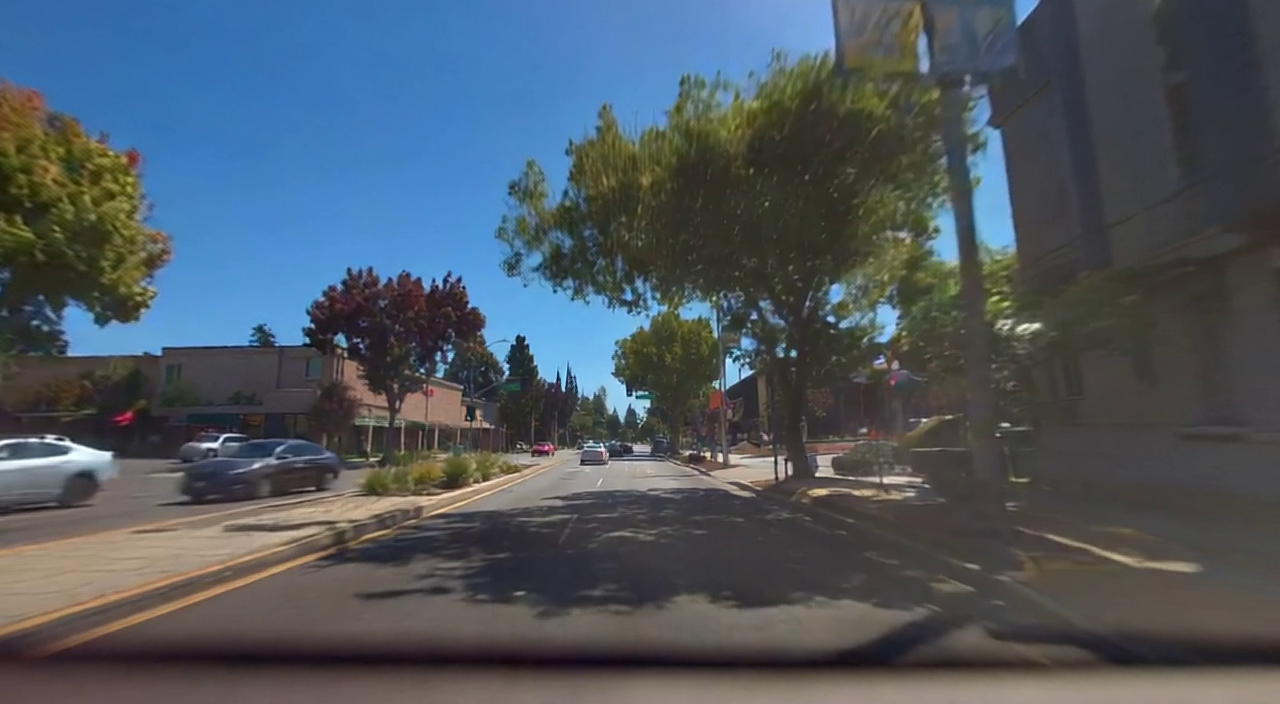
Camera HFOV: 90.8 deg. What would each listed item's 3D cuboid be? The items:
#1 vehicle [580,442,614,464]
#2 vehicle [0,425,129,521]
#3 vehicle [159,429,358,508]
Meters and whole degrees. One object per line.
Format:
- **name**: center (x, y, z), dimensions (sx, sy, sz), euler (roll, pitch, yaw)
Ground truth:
- **vehicle**: center (-3.103, 7.390, 46.478), dimensions (2.122, 1.469, 4.388), euler (0, -8, 0)
- **vehicle**: center (-12.558, 2.252, 11.870), dimensions (2.046, 1.716, 4.423), euler (-1, -8, 2)
- **vehicle**: center (-9.224, 2.825, 15.866), dimensions (2.052, 1.676, 4.463), euler (-1, -8, 3)
